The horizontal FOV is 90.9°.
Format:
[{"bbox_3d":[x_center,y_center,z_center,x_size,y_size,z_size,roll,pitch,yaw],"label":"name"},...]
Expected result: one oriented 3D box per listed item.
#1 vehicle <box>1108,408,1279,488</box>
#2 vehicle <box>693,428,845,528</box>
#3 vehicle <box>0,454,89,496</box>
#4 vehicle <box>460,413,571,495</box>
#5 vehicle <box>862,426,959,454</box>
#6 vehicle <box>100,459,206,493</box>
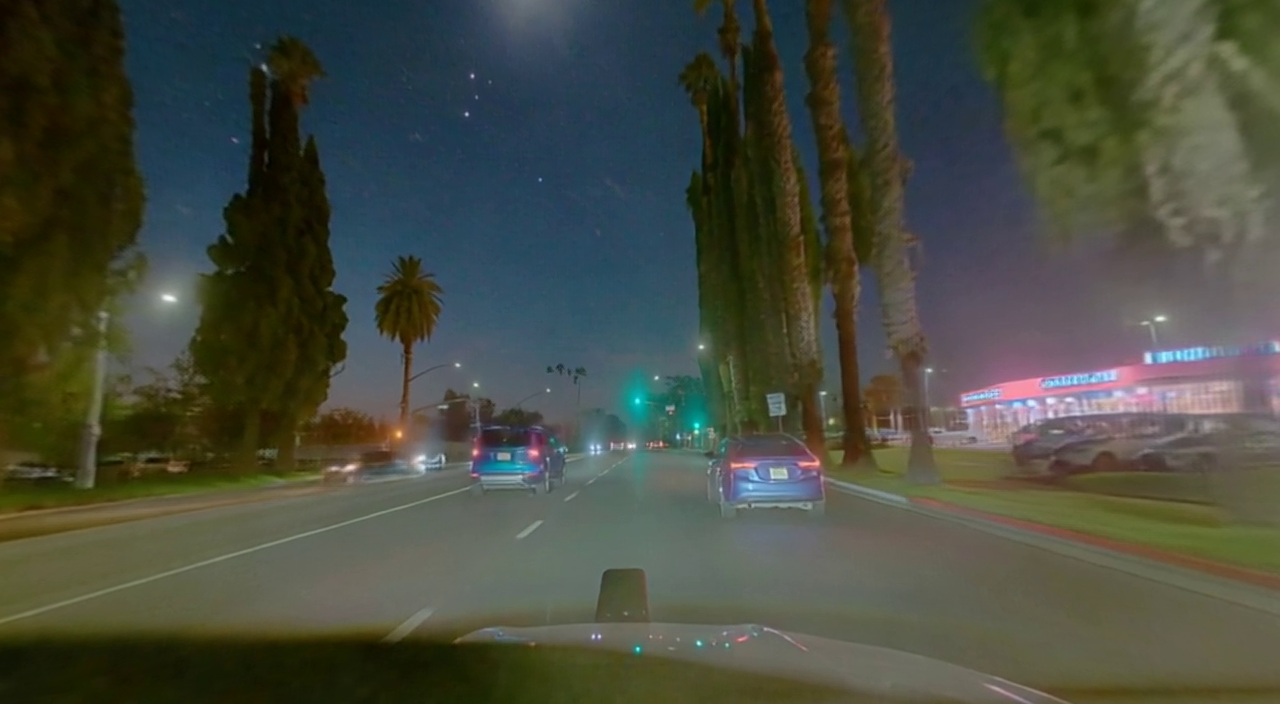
[{"bbox_3d":[11.708,1.857,12.201,1.874,1.386,3.745,6,-11,-35],"label":"vehicle"},{"bbox_3d":[2.117,2.227,11.715,1.919,1.472,4.470,0,-9,0],"label":"vehicle"},{"bbox_3d":[-26.820,5.221,26.970,4.667,1.680,2.082,7,-11,-39],"label":"vehicle"},{"bbox_3d":[-3.305,2.867,17.823,2.152,1.987,4.527,0,-9,1],"label":"vehicle"},{"bbox_3d":[15.138,4.994,35.522,4.680,1.506,2.017,-3,-9,14],"label":"vehicle"},{"bbox_3d":[-26.664,6.743,34.583,4.343,1.452,2.097,4,-11,-44],"label":"vehicle"}]
